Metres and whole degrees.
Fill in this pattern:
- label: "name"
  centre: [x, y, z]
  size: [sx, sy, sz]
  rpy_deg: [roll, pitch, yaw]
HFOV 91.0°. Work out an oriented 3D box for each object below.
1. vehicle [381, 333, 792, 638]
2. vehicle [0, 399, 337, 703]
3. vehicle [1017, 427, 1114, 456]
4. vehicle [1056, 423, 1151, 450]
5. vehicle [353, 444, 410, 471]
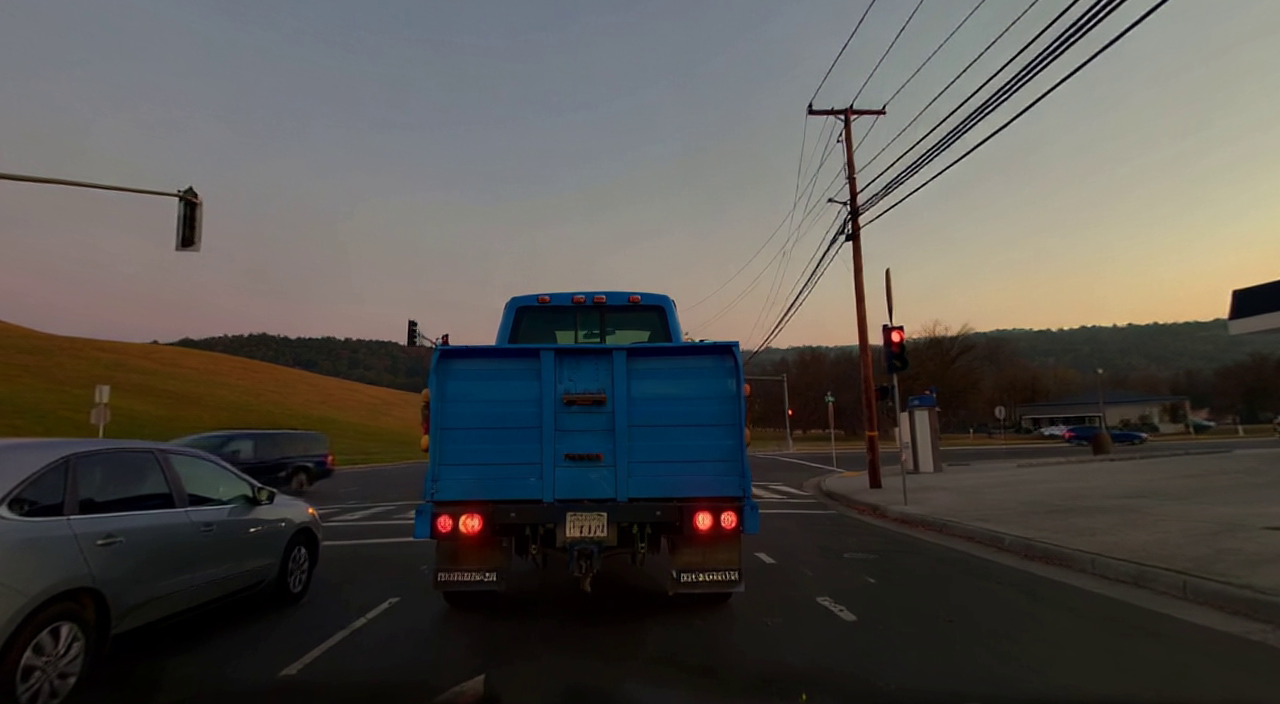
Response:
- label: "vehicle"
  centre: [-0.426, 1.322, 7.208]
  size: [2.859, 2.144, 5.406]
  rpy_deg: [0, -9, -1]
- label: "vehicle"
  centre: [-3.964, 1.188, 3.981]
  size: [2.017, 1.555, 4.150]
  rpy_deg: [-1, -9, 0]
- label: "vehicle"
  centre: [25.563, 5.392, 37.927]
  size: [4.419, 1.496, 1.854]
  rpy_deg: [-2, -9, 1]
- label: "vehicle"
  centre: [32.746, 5.999, 44.541]
  size: [5.021, 1.757, 2.012]
  rpy_deg: [-8, -12, 44]
- label: "vehicle"
  centre: [-17.121, 7.012, 41.914]
  size: [2.133, 1.690, 4.331]
  rpy_deg: [0, -9, -3]
